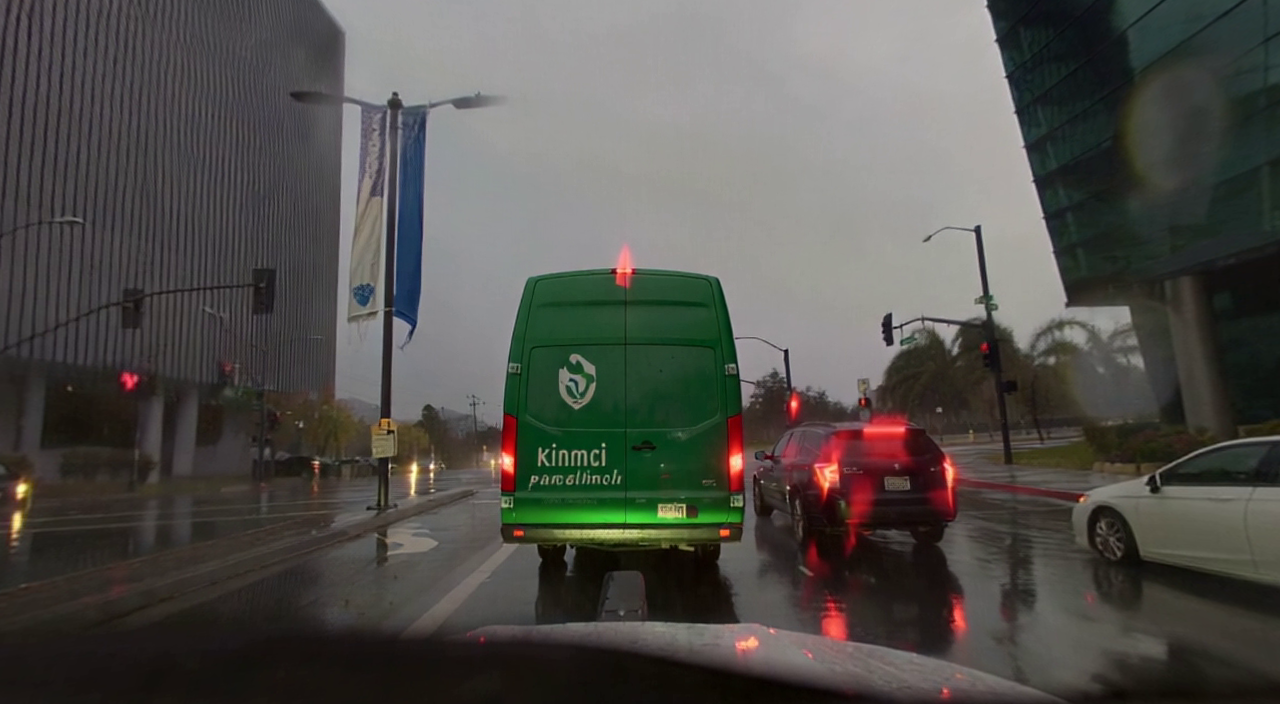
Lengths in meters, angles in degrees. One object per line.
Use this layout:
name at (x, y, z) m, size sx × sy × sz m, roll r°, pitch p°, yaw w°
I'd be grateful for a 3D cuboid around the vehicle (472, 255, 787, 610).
vehicle at (-0.040, 1.177, 9.095) m, size 2.613 × 3.035 × 7.342 m, roll 0°, pitch -8°, yaw 1°

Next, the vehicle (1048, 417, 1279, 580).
vehicle at (7.531, 1.582, 7.013) m, size 1.963 × 1.669 × 4.678 m, roll 3°, pitch -9°, yaw -20°

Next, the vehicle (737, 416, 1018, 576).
vehicle at (2.878, 1.863, 9.037) m, size 2.183 × 1.676 × 4.506 m, roll 0°, pitch -8°, yaw -1°

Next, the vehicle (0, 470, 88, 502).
vehicle at (-31.435, 6.765, 32.001) m, size 4.888 × 1.481 × 1.873 m, roll 1°, pitch -9°, yaw -8°
